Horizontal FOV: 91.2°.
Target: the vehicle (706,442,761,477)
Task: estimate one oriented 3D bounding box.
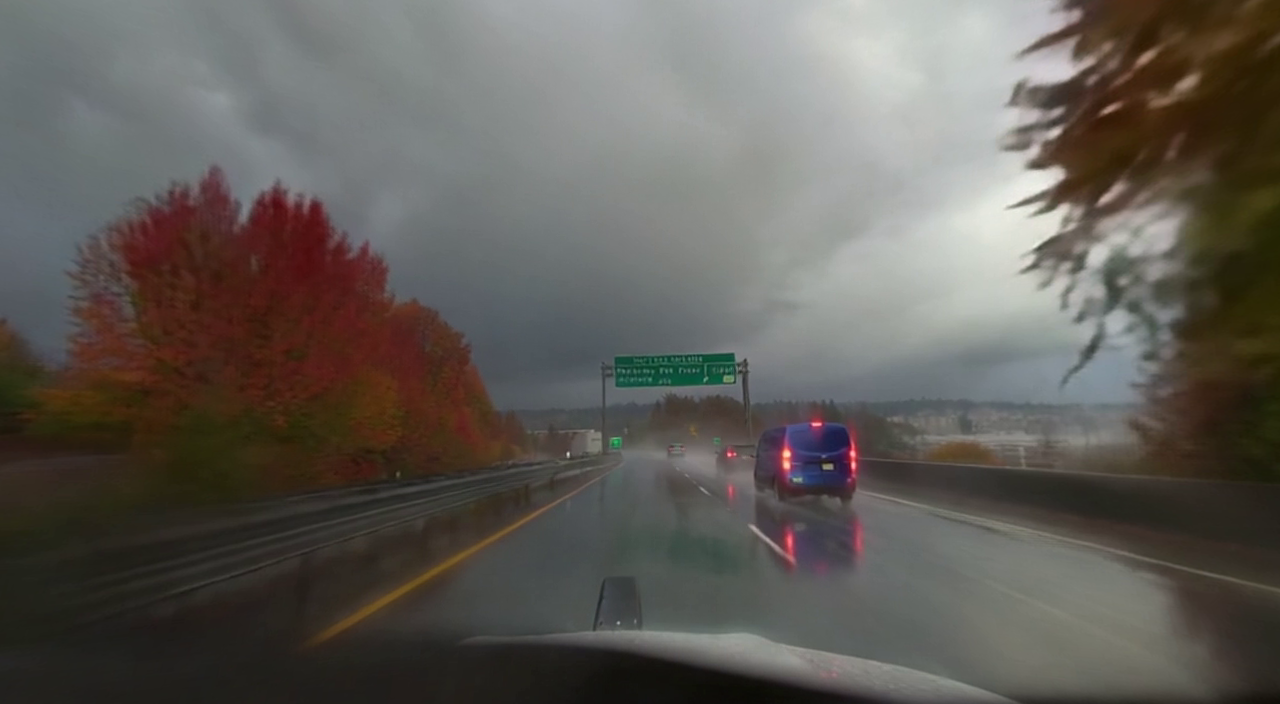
[{"bbox_3d":[4.394,5.125,29.994,1.952,1.536,4.036,0,-9,-1],"label":"vehicle"}]

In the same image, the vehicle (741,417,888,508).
[{"bbox_3d":[4.150,2.755,15.954,2.205,1.923,4.956,0,-9,-1],"label":"vehicle"}]
